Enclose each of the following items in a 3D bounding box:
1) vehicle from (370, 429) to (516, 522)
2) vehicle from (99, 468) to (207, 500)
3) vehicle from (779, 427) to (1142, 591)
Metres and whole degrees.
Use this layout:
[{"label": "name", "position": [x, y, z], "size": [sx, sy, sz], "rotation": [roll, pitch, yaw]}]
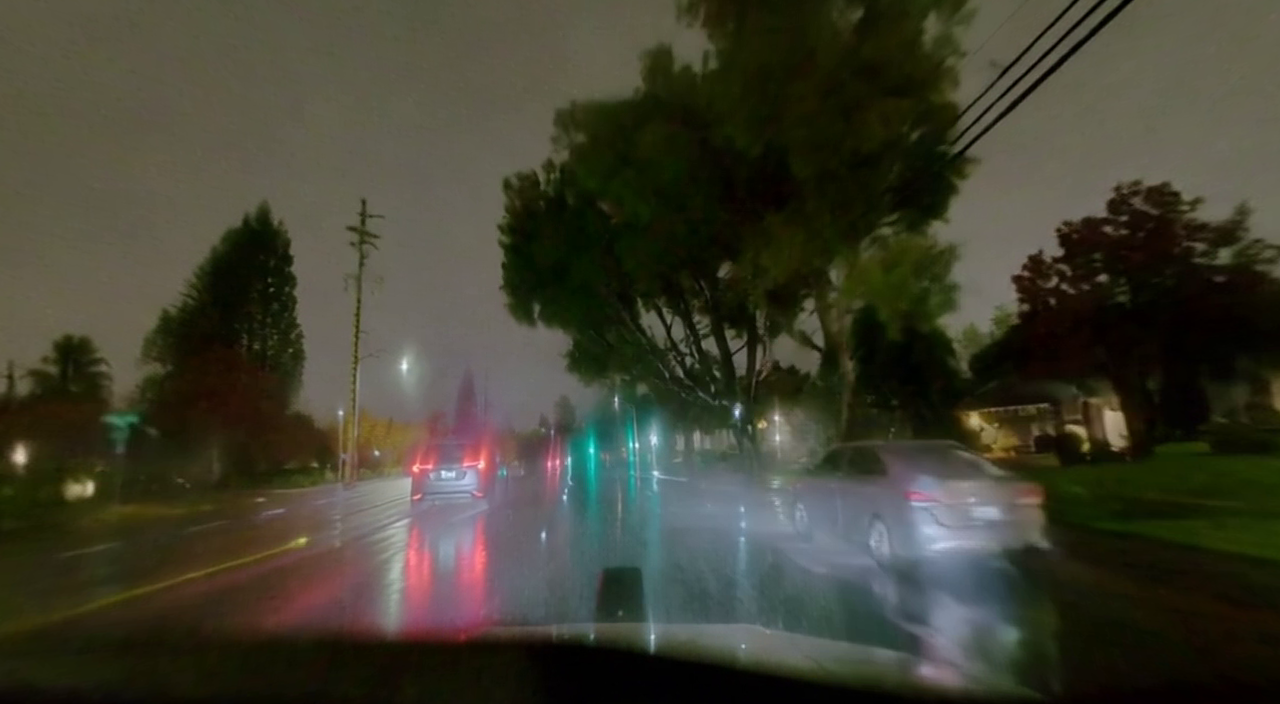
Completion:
[{"label": "vehicle", "position": [-4.282, 2.743, 14.611], "size": [2.175, 1.772, 4.442], "rotation": [0, -8, -4]}, {"label": "vehicle", "position": [-24.366, 6.615, 31.735], "size": [3.892, 1.323, 1.741], "rotation": [0, -7, -9]}, {"label": "vehicle", "position": [3.414, 1.733, 7.949], "size": [1.928, 1.447, 4.386], "rotation": [1, -8, -6]}]
